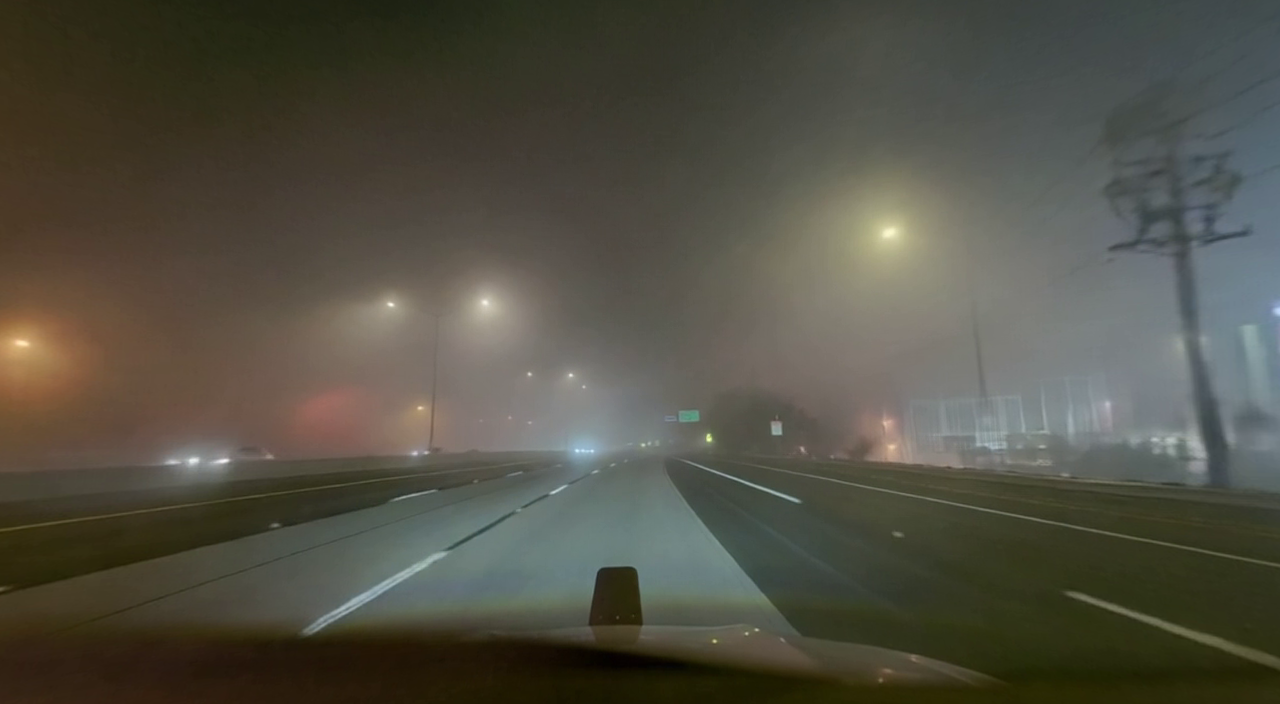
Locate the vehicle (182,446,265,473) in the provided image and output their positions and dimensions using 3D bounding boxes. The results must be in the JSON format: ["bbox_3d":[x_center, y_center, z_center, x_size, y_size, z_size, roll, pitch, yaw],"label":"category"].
[{"bbox_3d":[-24.702,6.391,37.707,1.840,1.495,4.444,0,-8,2],"label":"vehicle"}]
